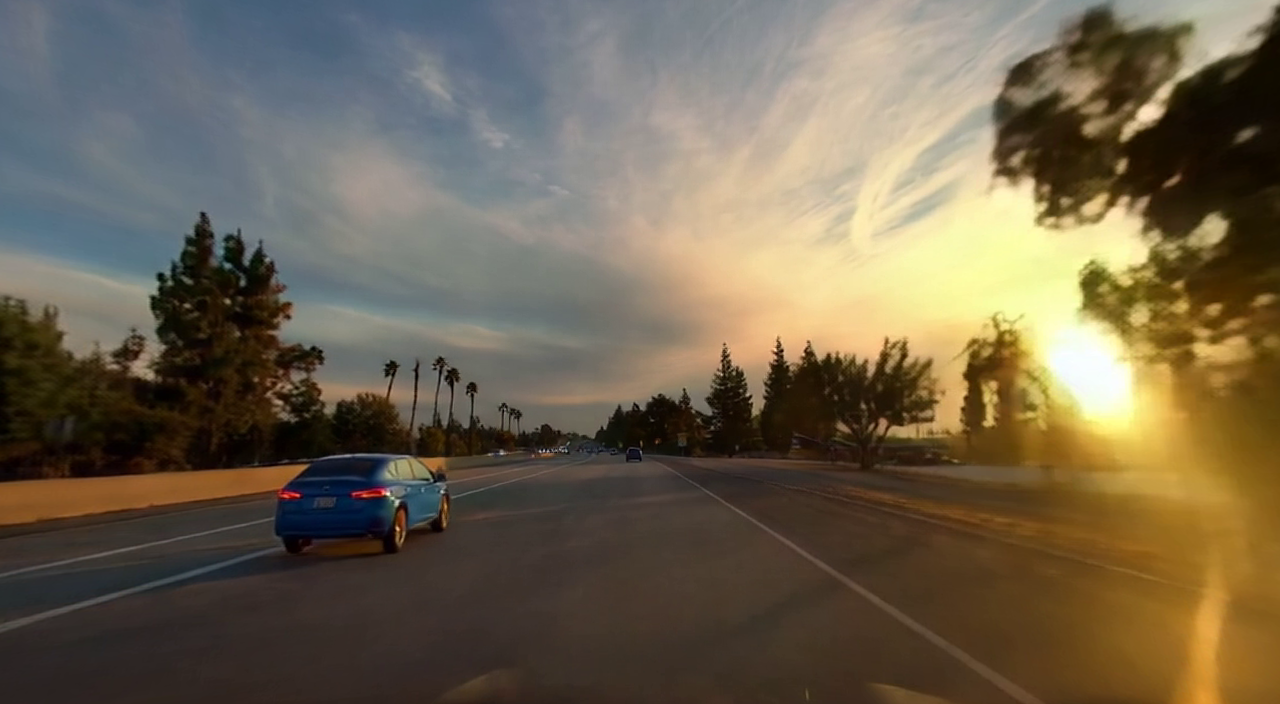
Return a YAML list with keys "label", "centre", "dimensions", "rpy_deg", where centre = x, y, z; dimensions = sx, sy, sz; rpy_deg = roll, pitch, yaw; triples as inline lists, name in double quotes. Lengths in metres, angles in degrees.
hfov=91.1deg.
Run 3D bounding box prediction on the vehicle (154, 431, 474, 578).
- label: "vehicle"
  centre: [-4.163, 2.004, 9.218]
  dimensions: [2.092, 1.562, 4.748]
  rpy_deg: [0, -8, 1]
